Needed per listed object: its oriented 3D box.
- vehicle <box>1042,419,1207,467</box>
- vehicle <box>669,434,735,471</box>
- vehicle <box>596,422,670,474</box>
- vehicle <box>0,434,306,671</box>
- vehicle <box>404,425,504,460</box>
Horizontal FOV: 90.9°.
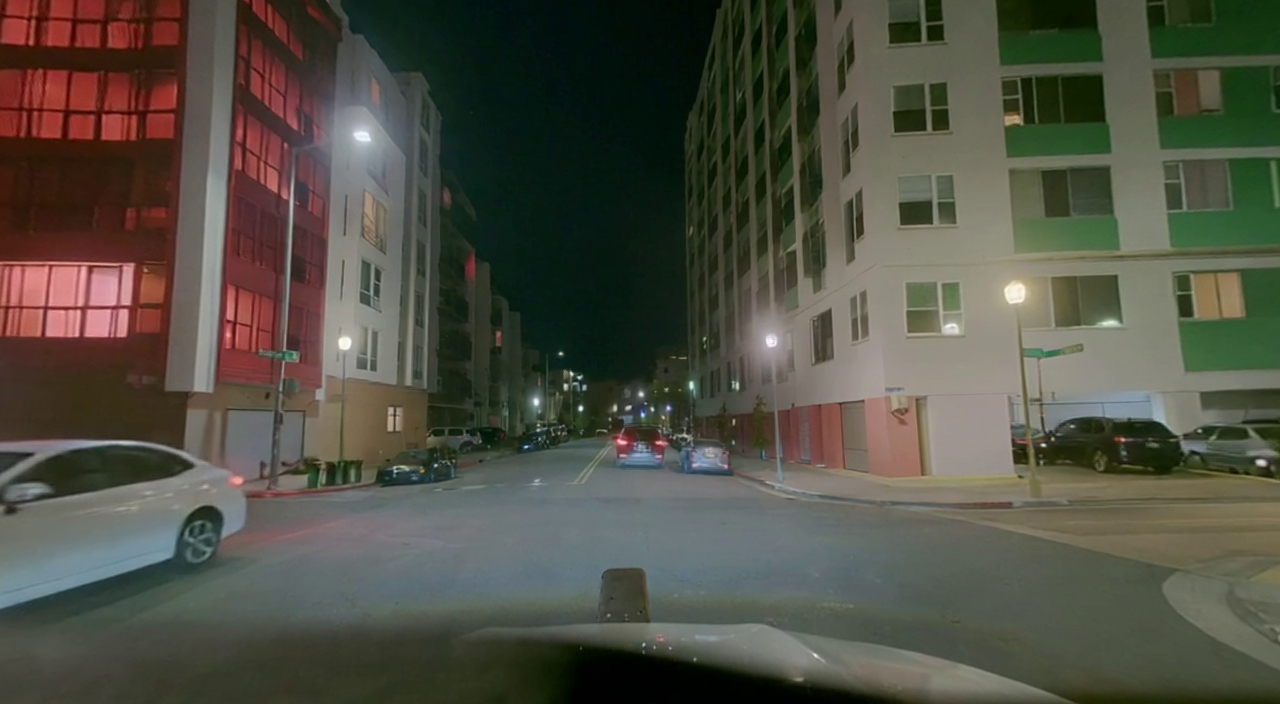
[{"bbox_3d":[15.360,2.917,20.142,3.752,1.453,1.709,0,-9,2],"label":"vehicle"},{"bbox_3d":[2.548,4.298,27.078,2.290,1.456,4.503,0,-8,-1],"label":"vehicle"},{"bbox_3d":[-0.395,3.834,25.255,2.412,1.834,4.636,1,-9,-7],"label":"vehicle"},{"bbox_3d":[-5.215,1.475,5.415,2.226,1.465,5.034,0,-9,-4],"label":"vehicle"},{"bbox_3d":[-11.430,5.592,38.877,5.540,1.950,2.113,4,-12,-28],"label":"vehicle"}]
